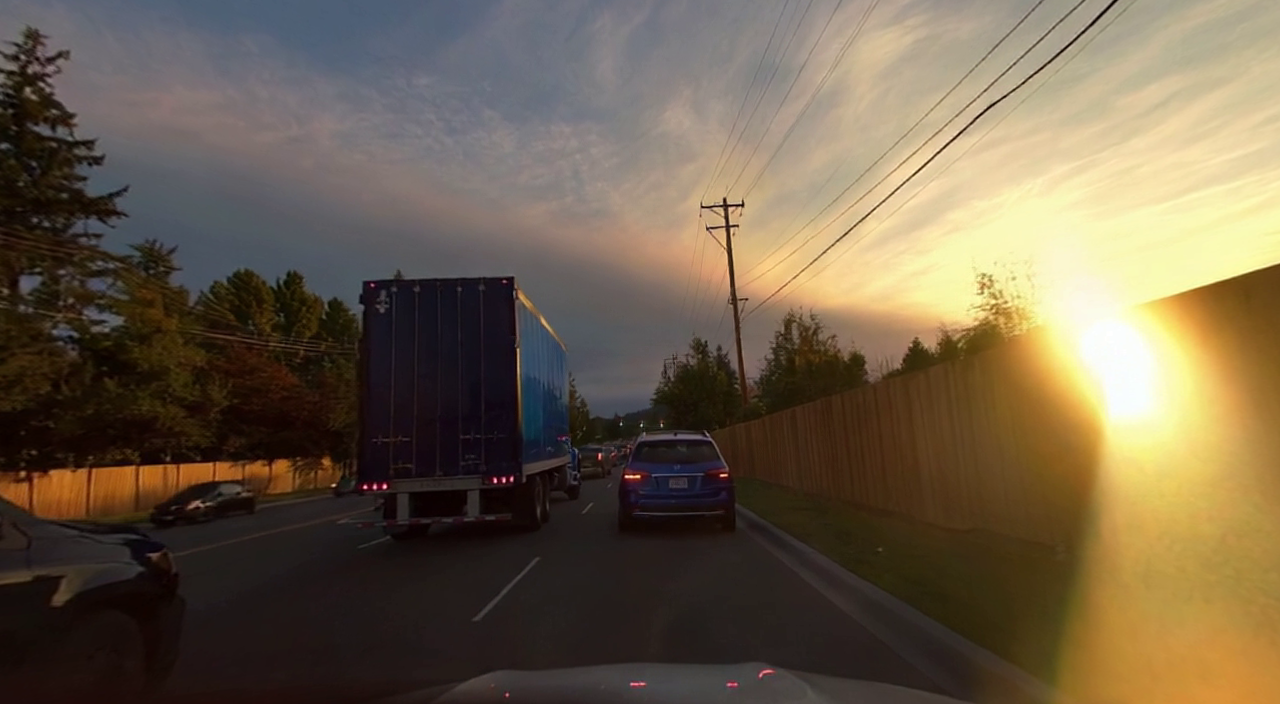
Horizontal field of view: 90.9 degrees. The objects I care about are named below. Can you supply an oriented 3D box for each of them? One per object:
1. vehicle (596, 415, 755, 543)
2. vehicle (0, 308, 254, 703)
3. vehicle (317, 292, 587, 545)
[{"bbox_3d":[0.473,2.057,10.781,2.174,1.749,4.113,0,-9,0],"label":"vehicle"},{"bbox_3d":[-3.098,0.626,0.949,2.093,1.832,4.508,0,-9,1],"label":"vehicle"},{"bbox_3d":[-3.045,1.585,13.590,2.928,3.658,8.980,0,-9,1],"label":"vehicle"}]
